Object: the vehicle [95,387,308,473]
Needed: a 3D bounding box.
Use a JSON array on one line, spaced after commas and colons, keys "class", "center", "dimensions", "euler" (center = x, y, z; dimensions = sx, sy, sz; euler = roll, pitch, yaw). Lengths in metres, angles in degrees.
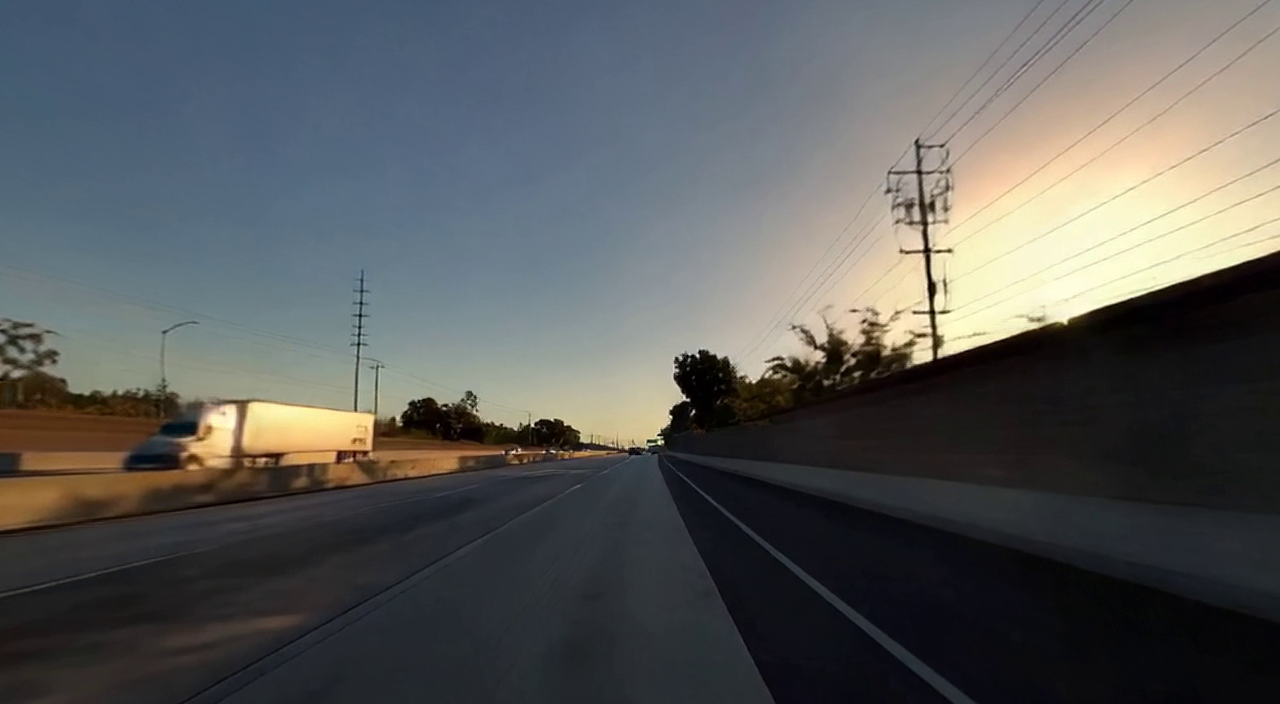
[{"class": "vehicle", "center": [-22.844, 4.377, 34.255], "dimensions": [2.992, 3.863, 11.569], "euler": [0, -9, 1]}]
